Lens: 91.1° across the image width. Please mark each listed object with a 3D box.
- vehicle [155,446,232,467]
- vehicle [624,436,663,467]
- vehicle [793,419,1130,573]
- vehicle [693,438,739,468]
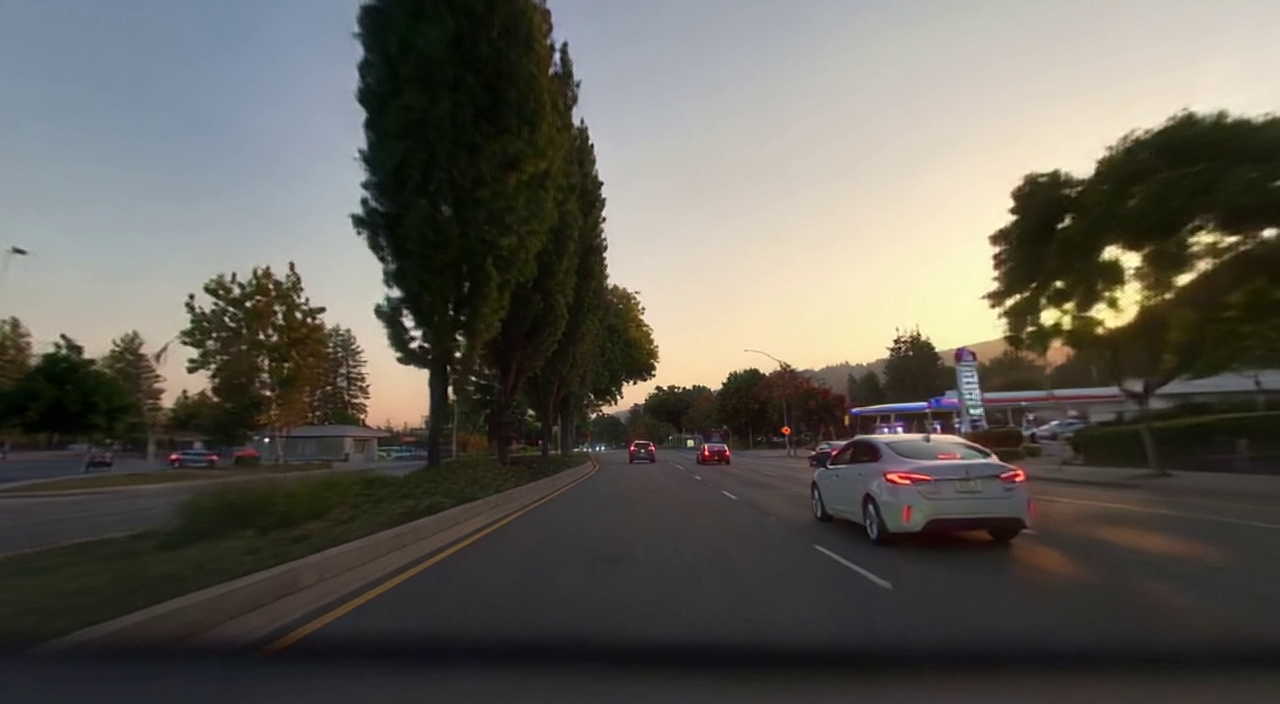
[{"bbox_3d":[-34.137,7.961,48.031,4.595,1.533,1.853,-1,-9,5],"label":"vehicle"},{"bbox_3d":[0.182,5.814,36.667,2.172,1.694,4.055,0,-8,0],"label":"vehicle"},{"bbox_3d":[3.770,1.782,8.653,2.119,1.509,4.756,0,-9,0],"label":"vehicle"},{"bbox_3d":[4.156,5.614,35.073,1.980,1.515,4.362,0,-8,-1],"label":"vehicle"}]
